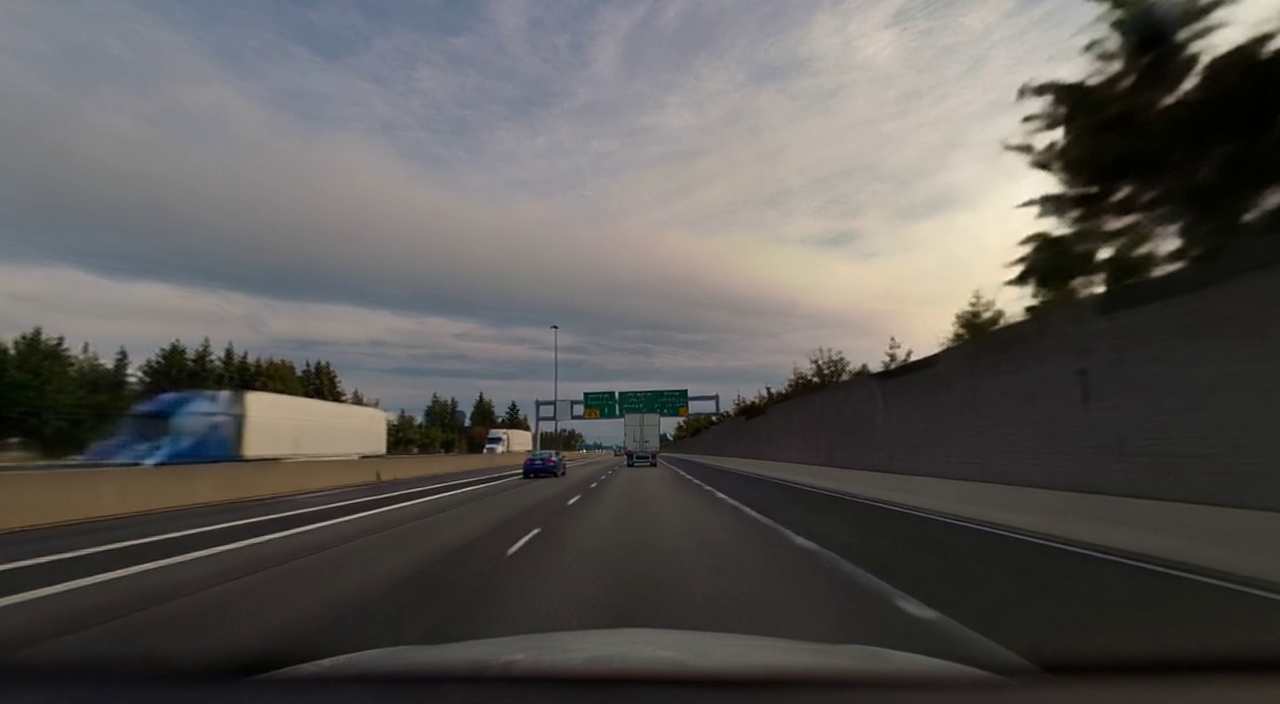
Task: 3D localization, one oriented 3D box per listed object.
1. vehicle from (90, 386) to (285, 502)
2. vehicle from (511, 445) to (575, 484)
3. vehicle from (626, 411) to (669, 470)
[{"bbox_3d":[-17.021,3.556,24.378,2.987,3.918,5.823,0,-9,0],"label":"vehicle"},{"bbox_3d":[-4.077,4.787,27.248,1.974,1.531,4.429,0,-9,1],"label":"vehicle"},{"bbox_3d":[0.581,6.940,48.955,2.980,4.051,10.359,0,-9,1],"label":"vehicle"}]
